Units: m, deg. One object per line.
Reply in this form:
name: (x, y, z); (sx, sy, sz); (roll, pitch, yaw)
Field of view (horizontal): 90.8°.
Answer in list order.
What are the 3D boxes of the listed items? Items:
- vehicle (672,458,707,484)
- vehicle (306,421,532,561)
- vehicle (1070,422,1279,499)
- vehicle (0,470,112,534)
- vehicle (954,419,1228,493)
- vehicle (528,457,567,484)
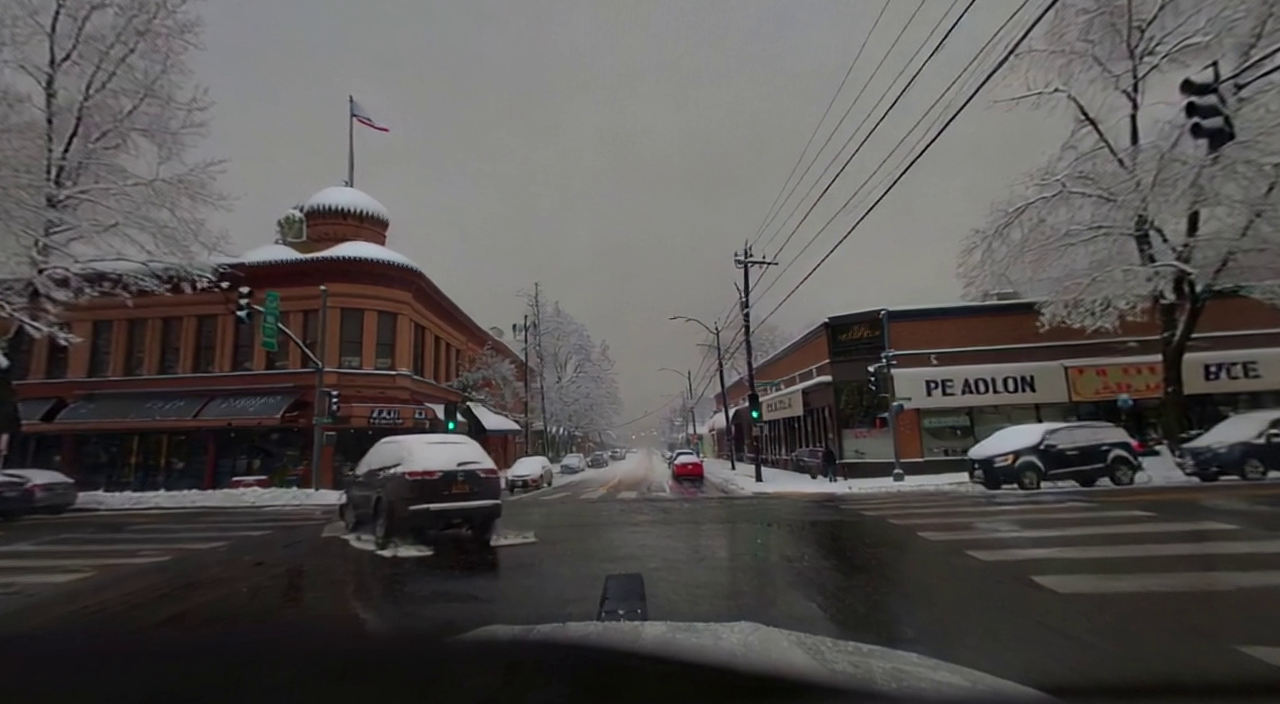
vehicle: (3.044, 7.438, 39.722); (2.062, 1.526, 3.989); (0, -9, 2)
vehicle: (-4.105, 2.312, 11.239); (2.440, 1.882, 4.611); (6, -12, -36)
vehicle: (13.352, 2.485, 14.821); (4.815, 1.501, 2.157); (-3, -9, 2)
vehicle: (-16.541, 3.725, 15.946); (4.666, 1.400, 2.050); (-1, -9, 4)
vehicle: (12.307, 2.901, 17.674); (5.716, 1.894, 2.433); (0, -9, 1)
vehicle: (-6.408, 8.268, 44.159); (2.044, 1.711, 4.048); (0, -9, 0)
